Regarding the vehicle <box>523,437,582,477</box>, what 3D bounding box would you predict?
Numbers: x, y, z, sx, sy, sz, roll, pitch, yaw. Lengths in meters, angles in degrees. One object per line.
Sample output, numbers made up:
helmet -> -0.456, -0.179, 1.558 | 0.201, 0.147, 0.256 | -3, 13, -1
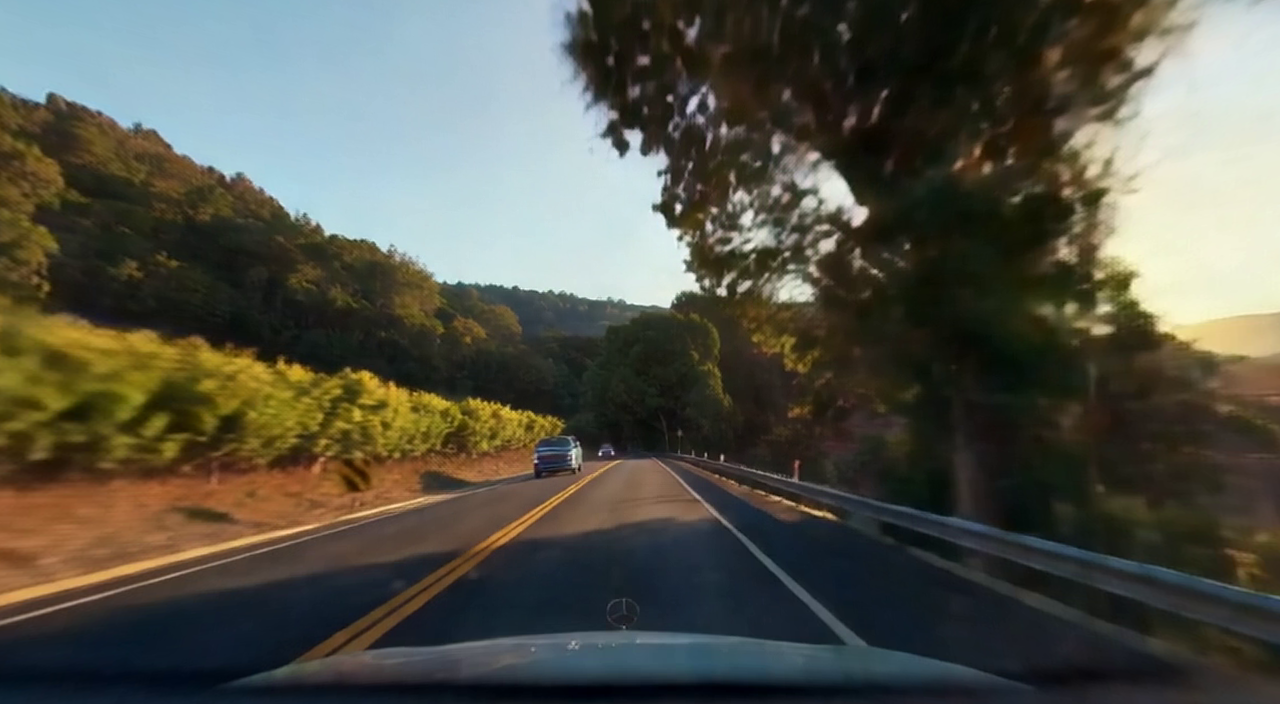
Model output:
vehicle -> -4.317, 5.240, 31.814 | 2.309, 1.826, 4.542 | 0, -8, 0
